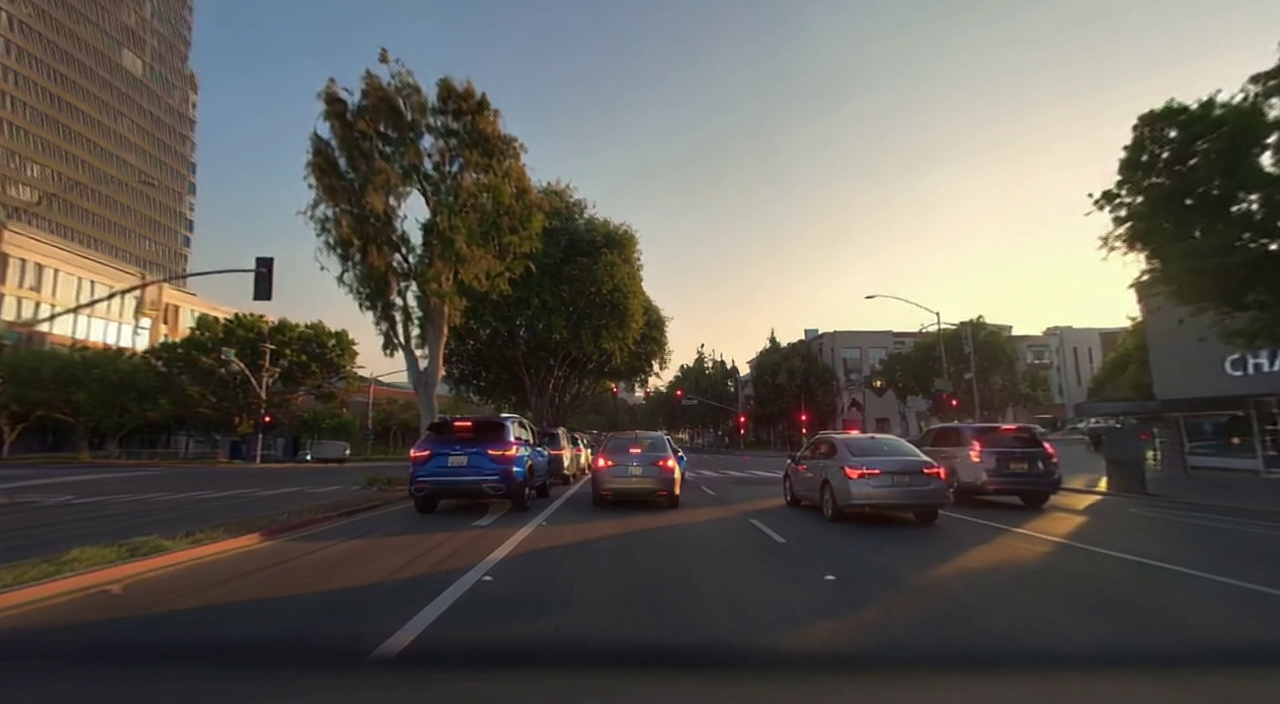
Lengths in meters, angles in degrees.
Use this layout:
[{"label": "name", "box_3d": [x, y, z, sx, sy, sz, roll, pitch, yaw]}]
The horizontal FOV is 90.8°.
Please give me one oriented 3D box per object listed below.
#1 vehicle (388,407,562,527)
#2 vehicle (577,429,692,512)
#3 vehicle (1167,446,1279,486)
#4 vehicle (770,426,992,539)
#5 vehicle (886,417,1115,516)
[{"label": "vehicle", "box_3d": [-2.836, 2.128, 12.171, 2.064, 1.825, 4.760, 0, -8, 0]}, {"label": "vehicle", "box_3d": [-0.130, 2.462, 13.563, 2.097, 1.480, 4.006, 0, -8, -1]}, {"label": "vehicle", "box_3d": [23.179, 4.313, 24.091, 4.368, 1.448, 1.876, 0, -8, 2]}, {"label": "vehicle", "box_3d": [3.632, 2.040, 10.553, 1.861, 1.473, 4.393, 0, -8, -2]}, {"label": "vehicle", "box_3d": [7.278, 2.365, 13.531, 2.068, 1.731, 4.752, 0, -8, 0]}]
